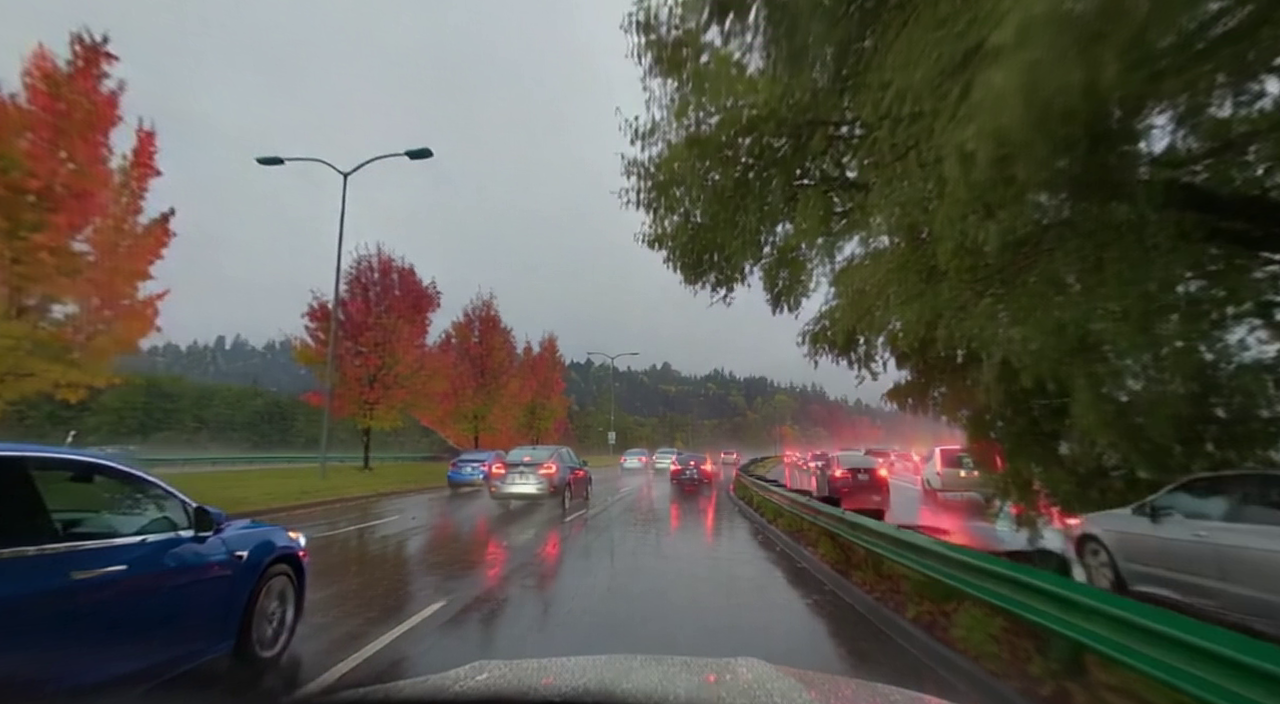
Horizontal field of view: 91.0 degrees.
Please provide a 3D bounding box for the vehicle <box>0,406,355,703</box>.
[{"bbox_3d":[-3.354,1.037,2.904,1.921,1.503,4.317,0,-9,2],"label":"vehicle"}]

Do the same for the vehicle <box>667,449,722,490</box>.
[{"bbox_3d":[2.328,4.737,25.850,2.015,1.506,4.276,-1,-9,8],"label":"vehicle"}]

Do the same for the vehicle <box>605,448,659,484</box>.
[{"bbox_3d":[-0.316,5.530,30.903,1.930,1.635,4.260,-1,-9,9],"label":"vehicle"}]

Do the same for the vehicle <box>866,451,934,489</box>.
[{"bbox_3d":[13.319,6.041,32.619,2.121,1.777,4.755,-1,-9,9],"label":"vehicle"}]

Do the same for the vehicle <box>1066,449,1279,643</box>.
[{"bbox_3d":[6.018,1.572,5.118,1.869,1.516,4.753,0,-9,1],"label":"vehicle"}]

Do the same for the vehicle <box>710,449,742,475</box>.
[{"bbox_3d":[6.125,7.707,44.440,1.977,1.704,3.841,-1,-9,11],"label":"vehicle"}]

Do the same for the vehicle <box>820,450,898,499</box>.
[{"bbox_3d":[8.035,4.480,23.476,1.768,1.634,4.064,0,-9,5],"label":"vehicle"}]

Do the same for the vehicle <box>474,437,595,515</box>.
[{"bbox_3d":[-2.495,3.076,16.147,1.979,1.663,4.513,0,-9,5],"label":"vehicle"}]

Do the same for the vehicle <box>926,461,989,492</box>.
[{"bbox_3d":[17.670,6.939,35.270,1.816,1.481,4.422,-1,-9,8],"label":"vehicle"}]
